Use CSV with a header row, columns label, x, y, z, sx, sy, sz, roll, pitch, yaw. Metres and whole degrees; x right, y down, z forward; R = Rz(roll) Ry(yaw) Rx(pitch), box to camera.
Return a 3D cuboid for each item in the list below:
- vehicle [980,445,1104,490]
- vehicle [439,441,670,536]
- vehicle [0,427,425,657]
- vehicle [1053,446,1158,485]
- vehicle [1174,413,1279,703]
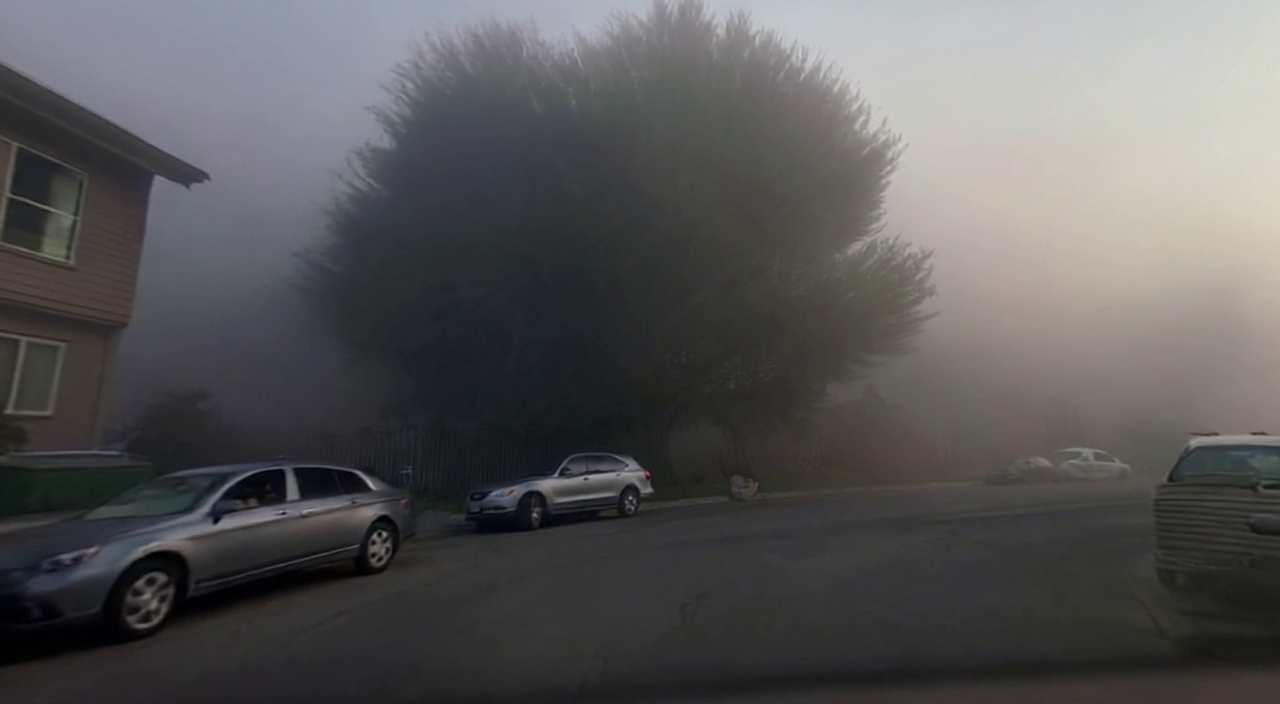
label,x,y,z,sx,sy,sz,roll,pitch,yaw
vehicle,15.067,4.252,23.640,4.731,1.478,1.930,5,-10,-31
vehicle,-1.563,2.595,12.725,2.082,1.547,4.217,-8,-12,43
vehicle,-4.412,1.743,6.647,1.943,1.475,4.701,-5,-11,11
vehicle,19.331,4.635,26.178,4.402,1.471,1.803,5,-10,-30
vehicle,4.685,1.139,3.544,2.054,1.509,4.671,-6,-10,35
